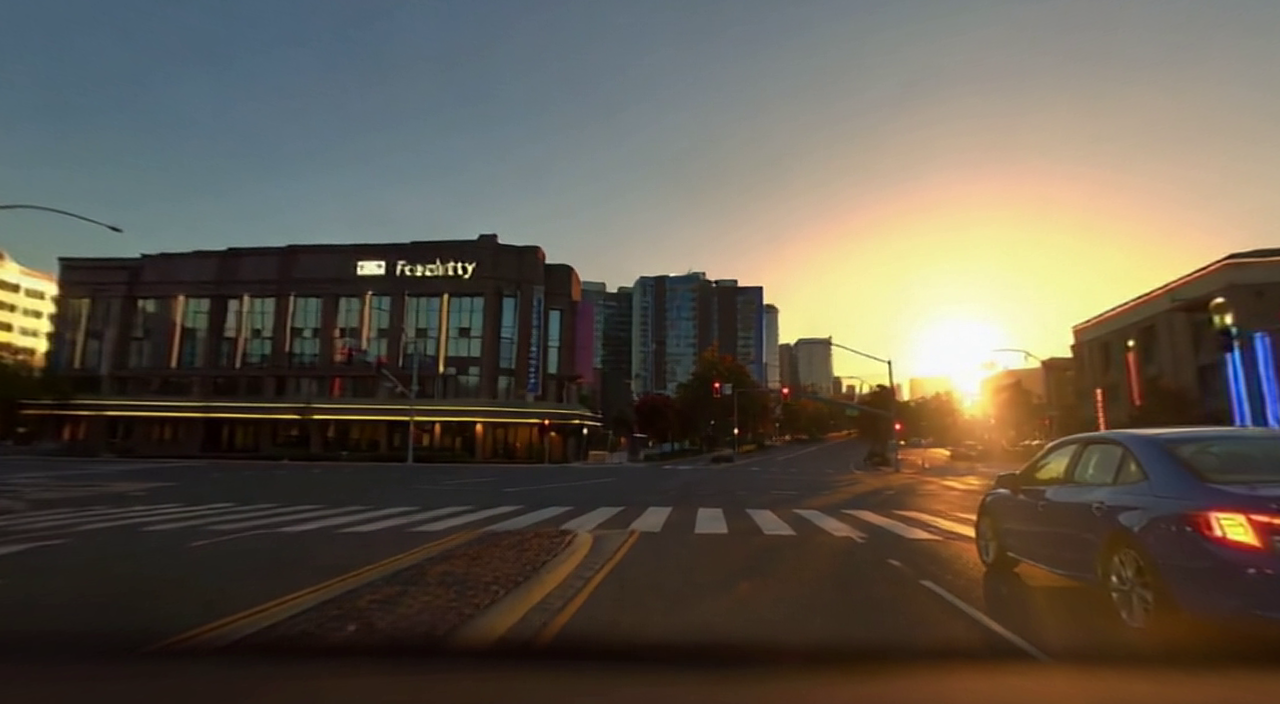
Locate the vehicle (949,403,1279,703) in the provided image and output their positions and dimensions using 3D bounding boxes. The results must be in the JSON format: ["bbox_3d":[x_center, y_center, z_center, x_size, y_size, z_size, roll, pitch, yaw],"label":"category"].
[{"bbox_3d":[4.460,1.376,5.307,2.067,1.625,4.073,-1,-9,8],"label":"vehicle"}]
